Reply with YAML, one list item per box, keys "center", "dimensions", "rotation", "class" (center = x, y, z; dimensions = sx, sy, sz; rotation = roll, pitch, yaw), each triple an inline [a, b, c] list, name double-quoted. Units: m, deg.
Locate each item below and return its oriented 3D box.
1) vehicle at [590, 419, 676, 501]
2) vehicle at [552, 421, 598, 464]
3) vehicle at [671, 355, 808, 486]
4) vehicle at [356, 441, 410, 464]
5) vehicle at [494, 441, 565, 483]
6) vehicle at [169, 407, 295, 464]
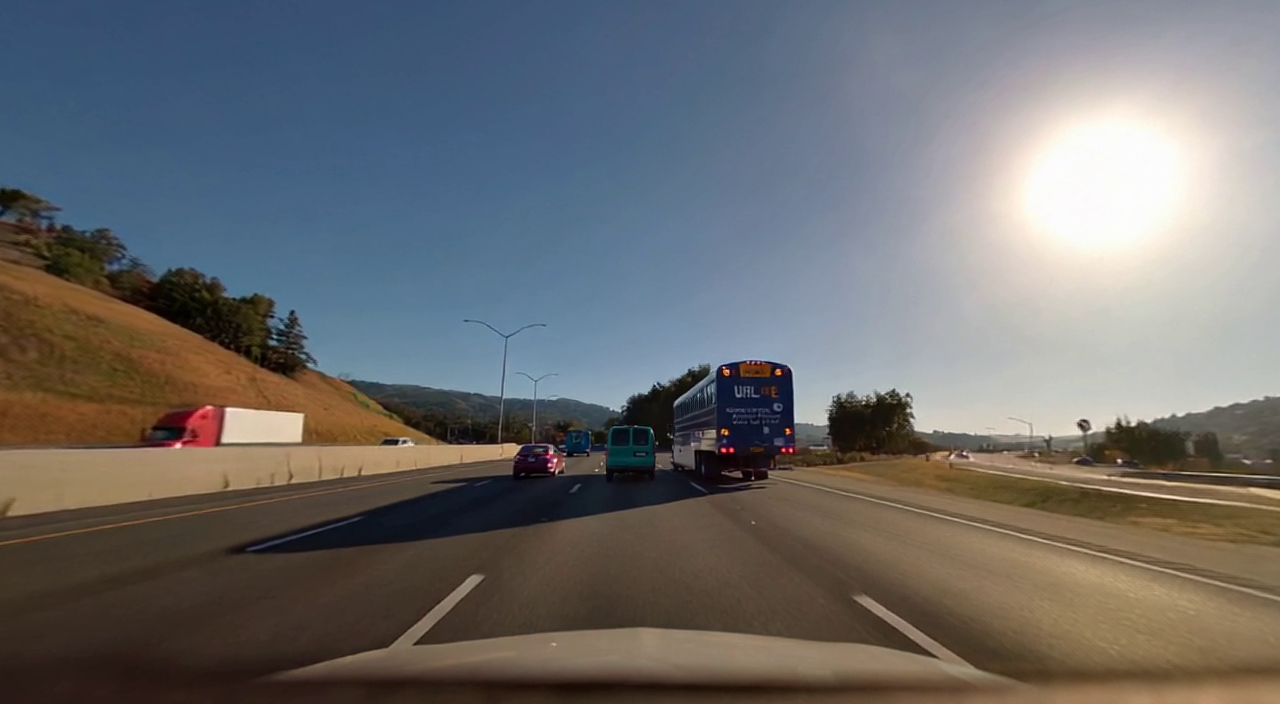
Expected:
- center: [-0.264, 2.898, 17.267]
  dimensions: [2.037, 1.929, 4.343]
  rotation: [0, -8, -3]
  class: "vehicle"
- center: [-4.881, 6.958, 48.565]
  dimensions: [2.947, 3.009, 7.991]
  rotation: [0, -8, -2]
  class: "vehicle"
- center: [3.451, 3.096, 26.517]
  dimensions: [3.006, 4.101, 13.245]
  rotation: [0, -8, -3]
  class: "vehicle"
- center: [-18.146, 7.113, 44.820]
  dimensions: [2.037, 1.505, 4.575]
  rotation: [0, -8, -2]
  class: "vehicle"
- center: [-4.184, 4.231, 24.565]
  dimensions: [2.039, 1.453, 4.197]
  rotation: [0, -8, -1]
  class: "vehicle"
- center: [-29.938, 6.287, 47.124]
  dimensions: [2.923, 3.797, 10.108]
  rotation: [0, -8, -2]
  class: "vehicle"
